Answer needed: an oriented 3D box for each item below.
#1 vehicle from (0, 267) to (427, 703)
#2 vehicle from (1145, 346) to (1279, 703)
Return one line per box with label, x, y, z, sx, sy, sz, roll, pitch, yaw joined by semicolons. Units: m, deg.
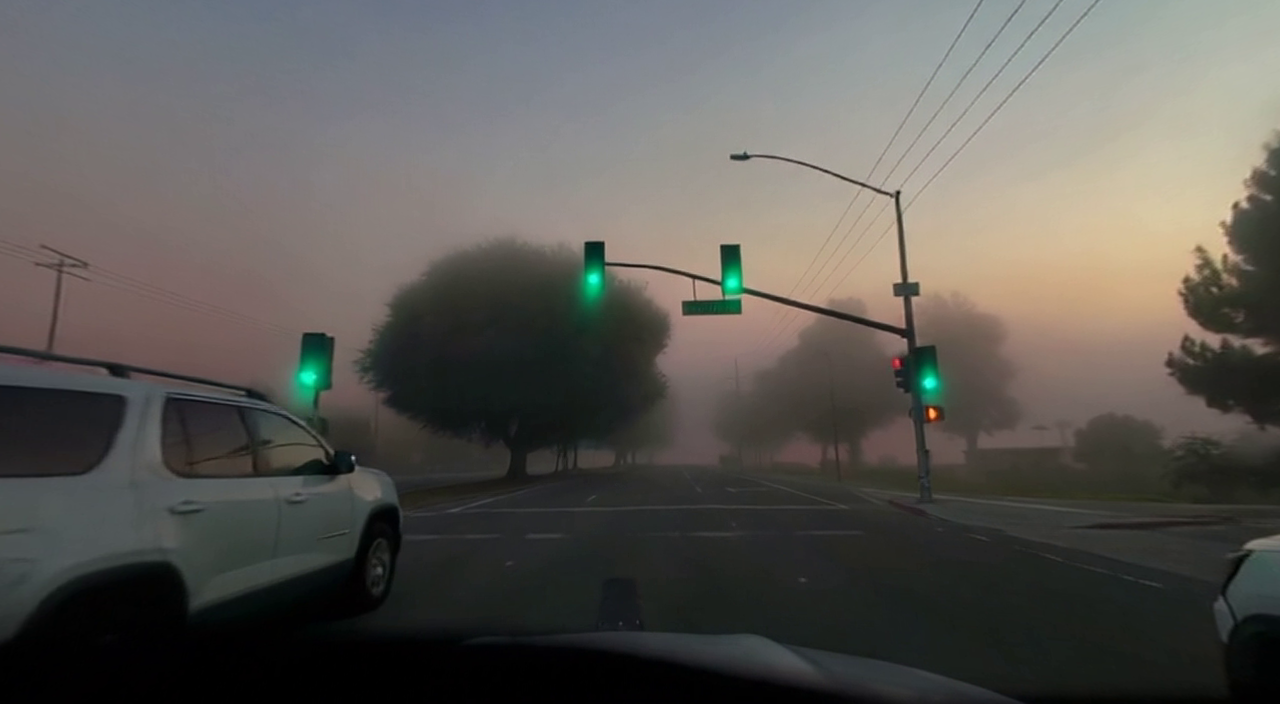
vehicle;-3.461;0.959;3.948;2.374;1.985;5.391;0;-8;0
vehicle;3.615;0.598;0.985;2.056;1.703;4.305;0;-8;0
